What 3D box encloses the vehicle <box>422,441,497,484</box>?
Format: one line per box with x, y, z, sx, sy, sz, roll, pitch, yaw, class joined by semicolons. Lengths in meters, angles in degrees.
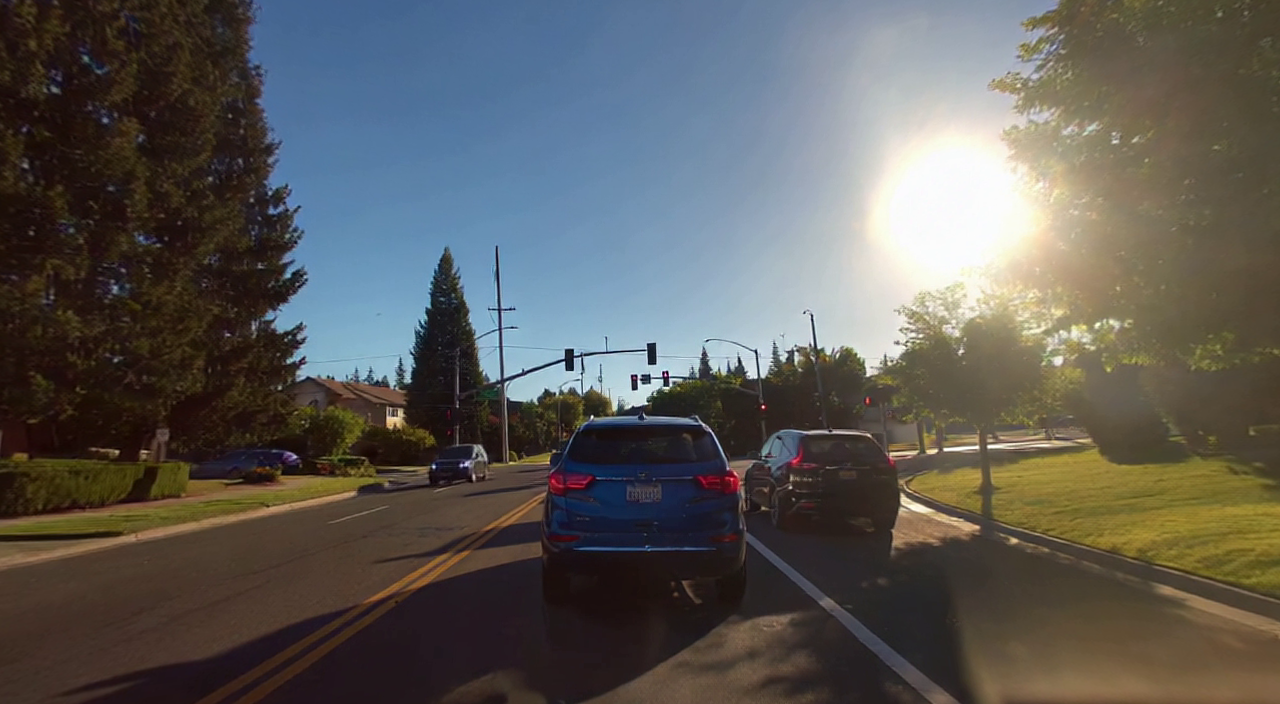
-7.537;4.638;26.734;1.985;1.672;3.960;0;-8;0;vehicle

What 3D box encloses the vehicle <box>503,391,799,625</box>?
0.060;1.437;6.736;2.151;1.695;4.100;0;-8;-1;vehicle

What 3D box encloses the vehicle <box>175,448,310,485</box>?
-16.123;4.645;25.722;4.245;1.446;1.827;0;-8;1;vehicle

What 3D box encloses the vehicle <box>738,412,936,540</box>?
3.081;2.039;10.958;1.967;1.756;4.281;0;-8;-1;vehicle
